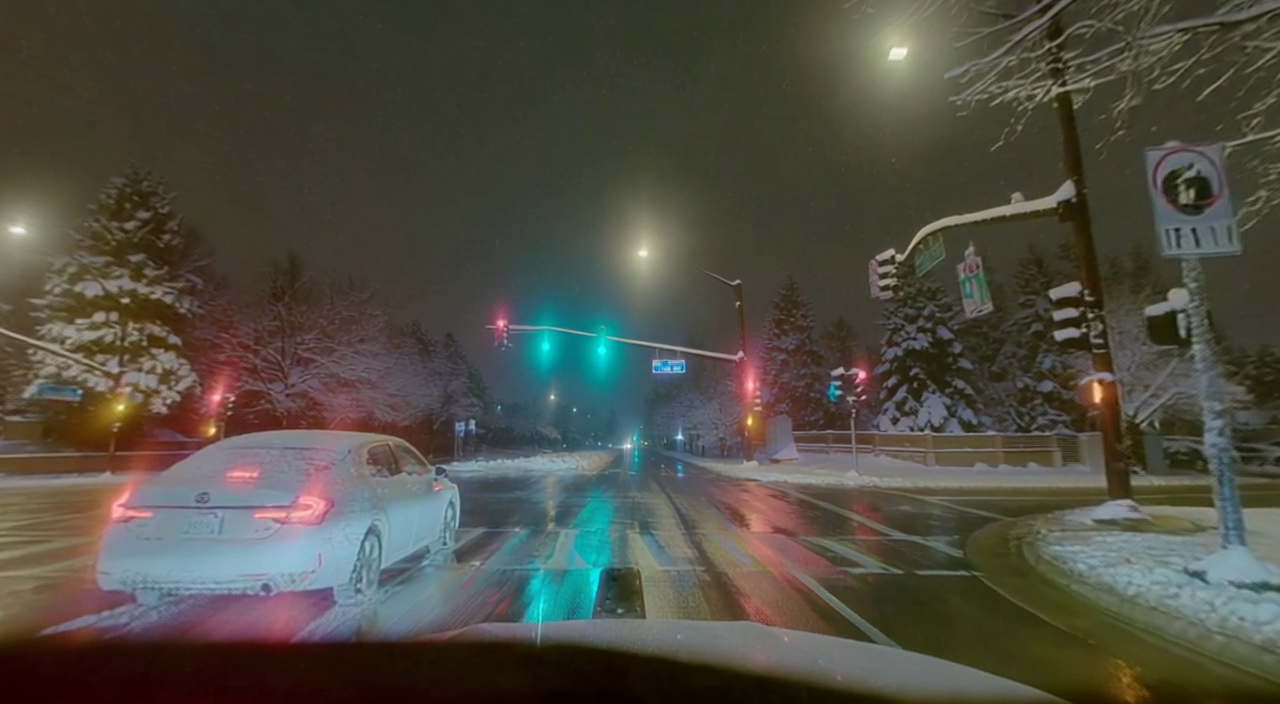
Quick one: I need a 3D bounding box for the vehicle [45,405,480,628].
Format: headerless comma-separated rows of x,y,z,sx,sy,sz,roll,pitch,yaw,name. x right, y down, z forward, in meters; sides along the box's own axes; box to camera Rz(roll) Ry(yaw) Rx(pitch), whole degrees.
-3.311,1.528,6.907,2.076,1.599,4.483,0,-9,-2,vehicle
